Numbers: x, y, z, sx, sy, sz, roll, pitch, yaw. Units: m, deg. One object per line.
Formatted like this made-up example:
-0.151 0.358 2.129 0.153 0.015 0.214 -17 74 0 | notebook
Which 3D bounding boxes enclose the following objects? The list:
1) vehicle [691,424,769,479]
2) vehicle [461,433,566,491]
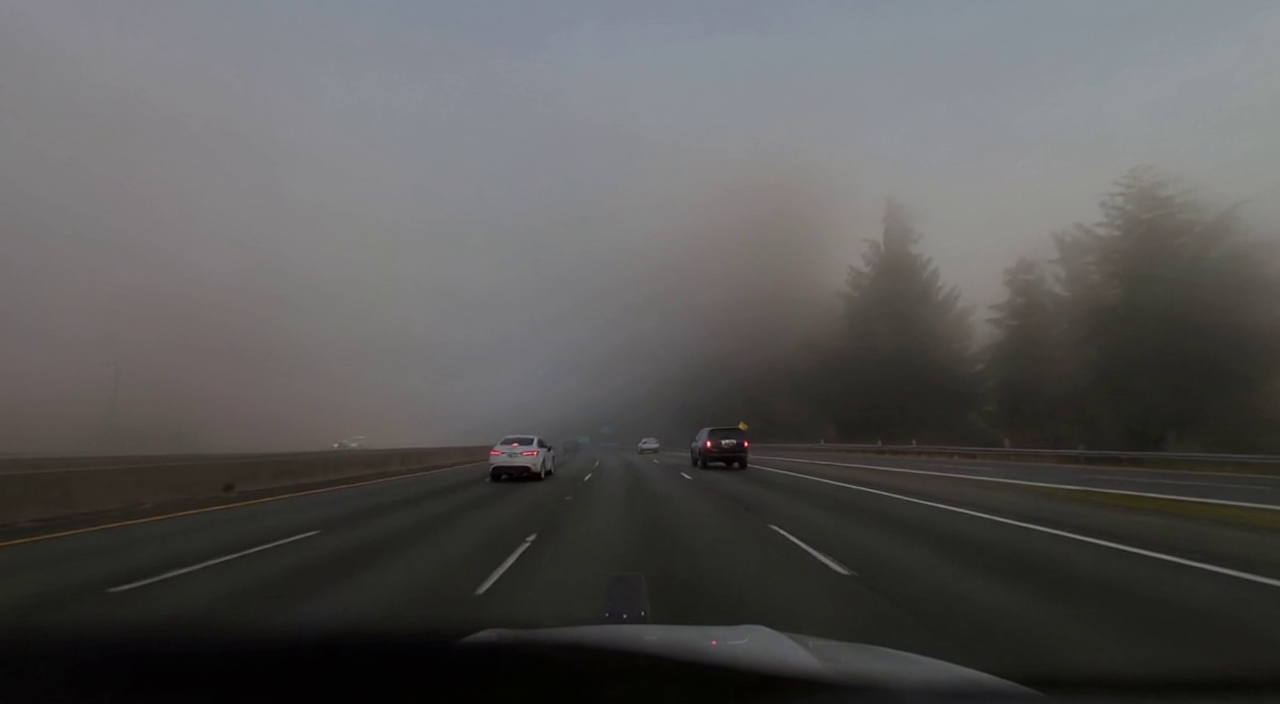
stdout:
3.153 3.618 23.118 2.043 1.795 4.347 0 -8 -2 | vehicle
-3.576 3.216 18.851 2.183 1.486 4.848 0 -8 0 | vehicle
